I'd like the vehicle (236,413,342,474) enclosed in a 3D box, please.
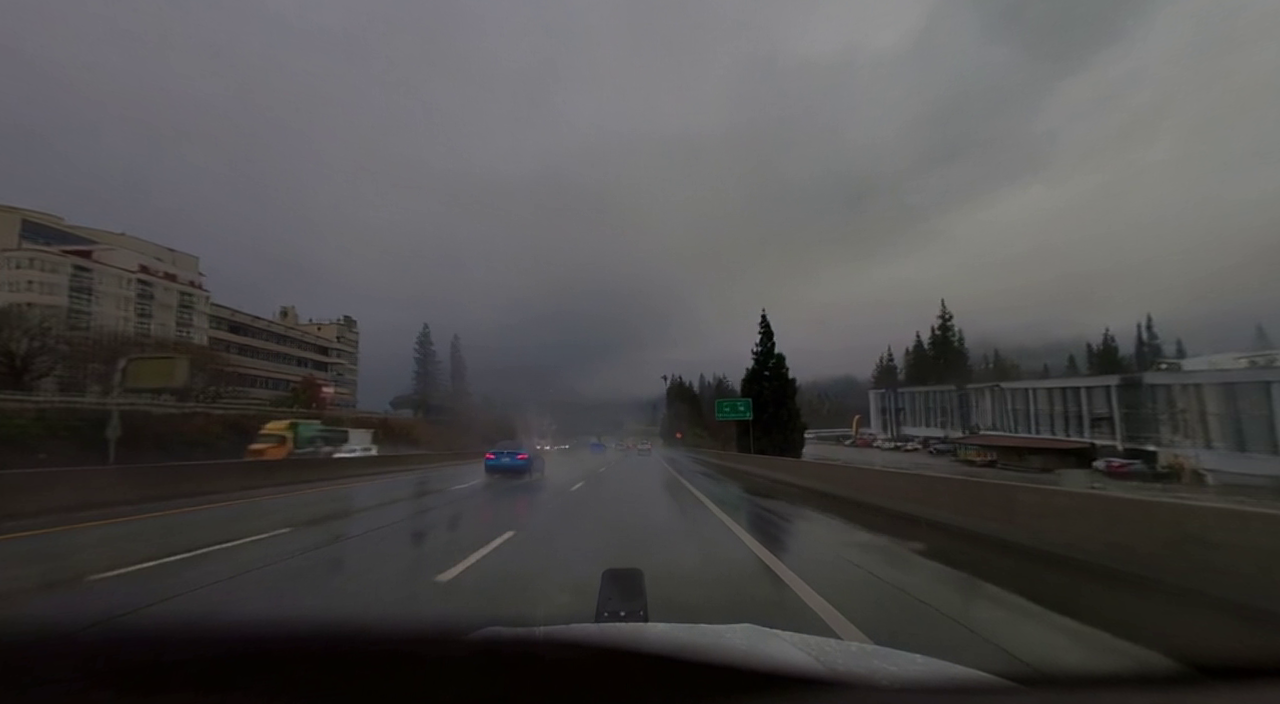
[{"bbox_3d":[-25.043,6.600,45.641,2.979,3.958,8.184,0,-8,-1],"label":"vehicle"}]

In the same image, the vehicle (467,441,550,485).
[{"bbox_3d":[-4.733,4.050,23.436,2.083,1.471,4.350,0,-8,1],"label":"vehicle"}]
